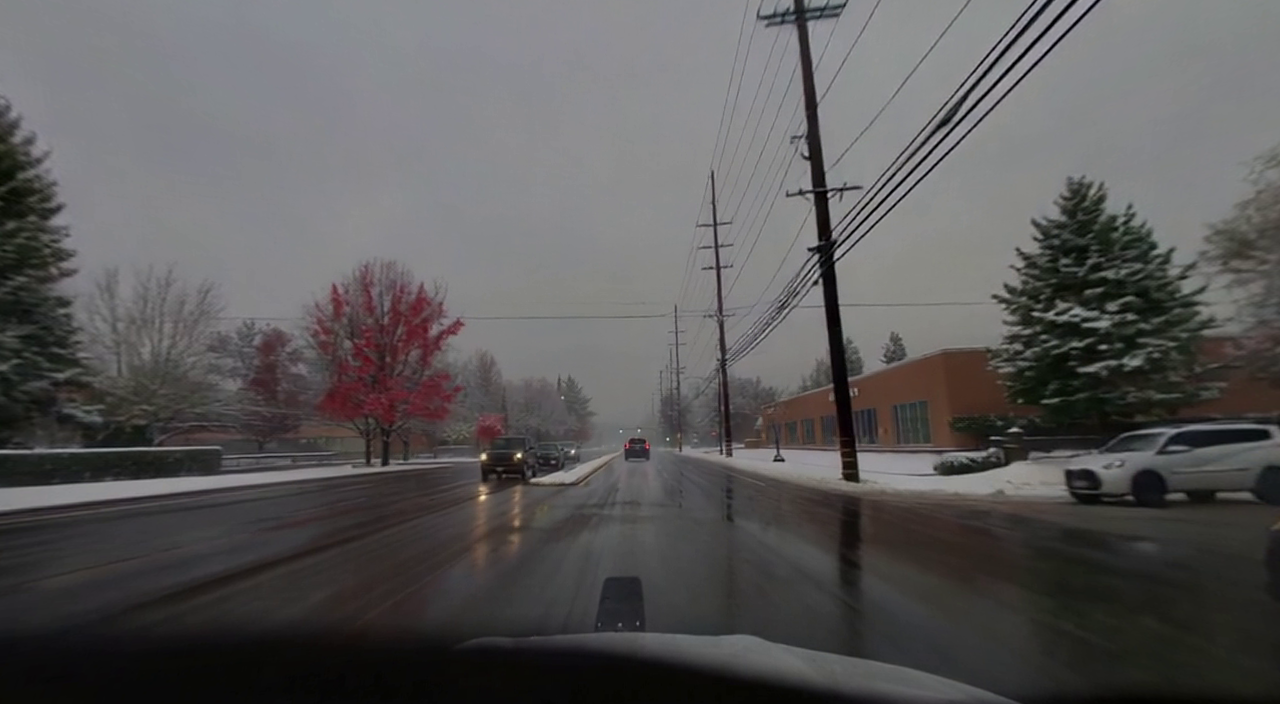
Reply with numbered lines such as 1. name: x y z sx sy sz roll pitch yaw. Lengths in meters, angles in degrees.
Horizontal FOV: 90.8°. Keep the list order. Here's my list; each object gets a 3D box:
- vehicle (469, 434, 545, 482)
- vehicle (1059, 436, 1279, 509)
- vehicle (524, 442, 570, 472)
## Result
1. vehicle: -5.682 4.588 27.659 2.278 1.828 4.970 -2 -8 -1
2. vehicle: 14.672 3.129 16.858 5.733 1.610 2.253 0 -9 -11
3. vehicle: -5.184 5.901 35.784 1.909 1.524 4.614 -2 -8 0
